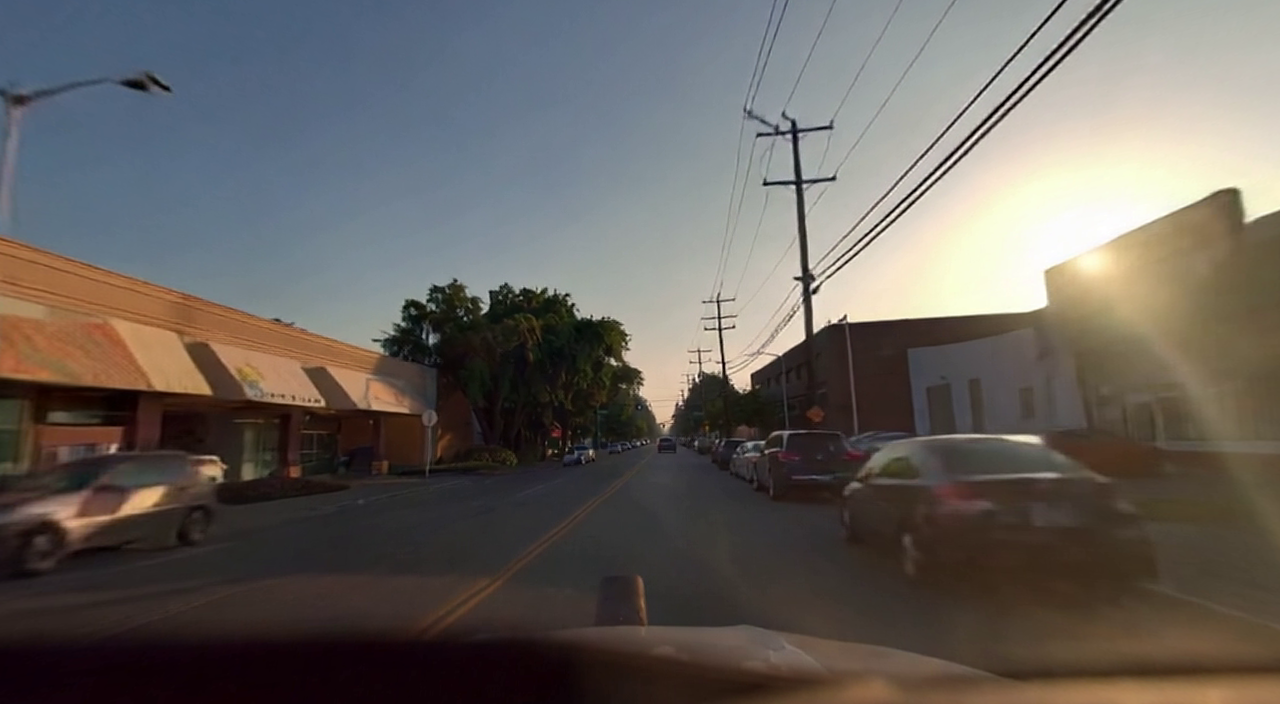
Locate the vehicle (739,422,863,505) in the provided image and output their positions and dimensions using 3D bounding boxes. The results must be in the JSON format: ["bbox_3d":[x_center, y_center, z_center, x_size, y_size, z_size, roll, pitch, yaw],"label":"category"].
[{"bbox_3d":[3.994,2.856,16.611,1.952,1.849,4.837,0,-8,0],"label":"vehicle"}]

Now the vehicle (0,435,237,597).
[{"bbox_3d":[-8.195,2.174,8.924,1.972,1.818,4.334,-2,-9,3],"label":"vehicle"}]

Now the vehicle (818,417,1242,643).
[{"bbox_3d":[3.333,1.544,6.812,2.261,1.503,4.695,-2,-8,10],"label":"vehicle"}]
